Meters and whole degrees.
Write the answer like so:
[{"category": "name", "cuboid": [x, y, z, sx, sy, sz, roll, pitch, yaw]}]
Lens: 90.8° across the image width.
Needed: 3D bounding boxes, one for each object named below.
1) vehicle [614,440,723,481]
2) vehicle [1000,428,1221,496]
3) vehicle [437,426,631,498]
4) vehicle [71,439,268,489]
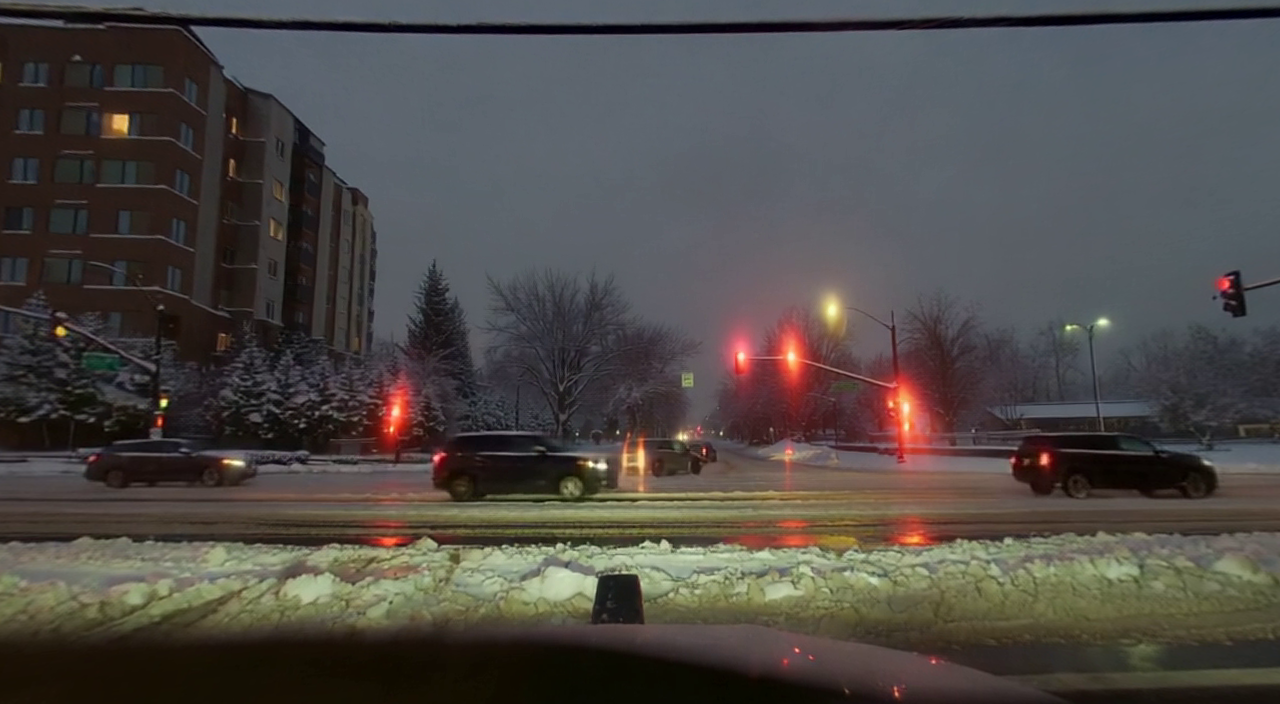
[{"category": "vehicle", "cuboid": [1.265, 4.517, 26.572, 4.397, 1.569, 1.955, 7, -11, -39]}, {"category": "vehicle", "cuboid": [14.561, 3.384, 19.799, 5.101, 1.940, 2.468, 1, -8, -6]}, {"category": "vehicle", "cuboid": [-2.805, 2.991, 17.424, 4.923, 1.800, 2.153, 1, -8, -6]}, {"category": "vehicle", "cuboid": [-14.533, 3.471, 19.791, 4.424, 1.454, 2.043, 1, -8, -7]}]
